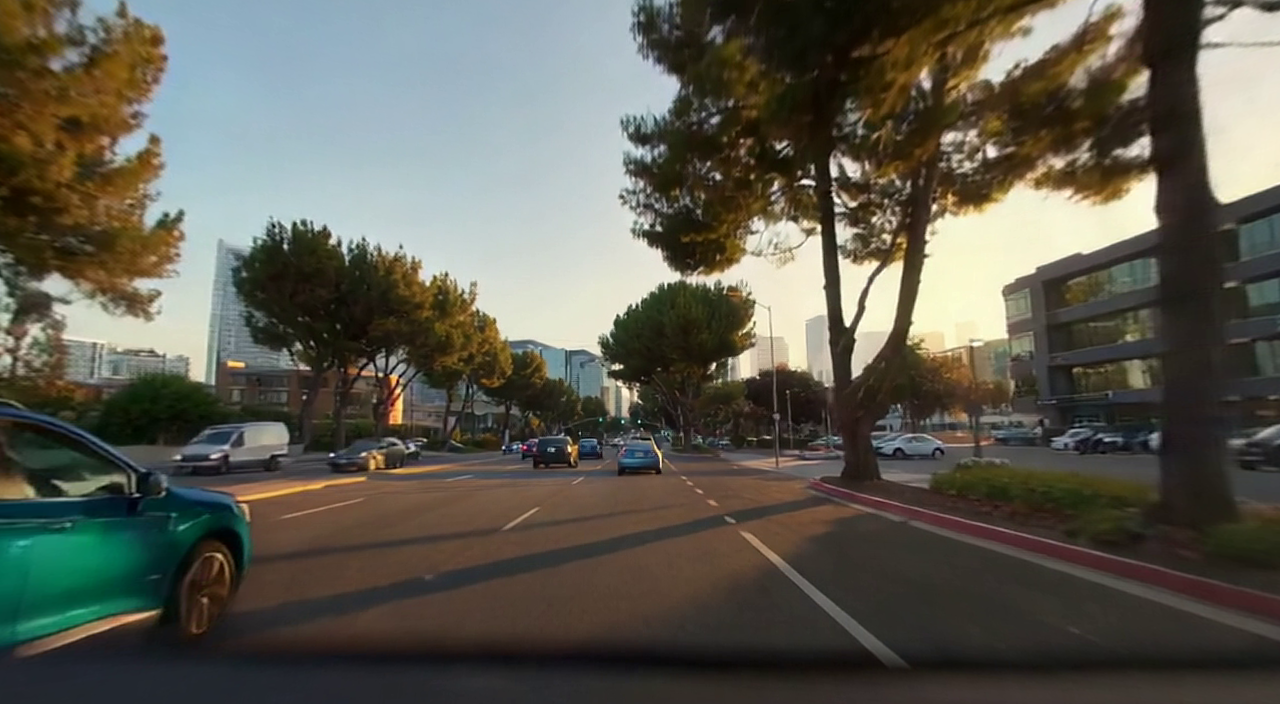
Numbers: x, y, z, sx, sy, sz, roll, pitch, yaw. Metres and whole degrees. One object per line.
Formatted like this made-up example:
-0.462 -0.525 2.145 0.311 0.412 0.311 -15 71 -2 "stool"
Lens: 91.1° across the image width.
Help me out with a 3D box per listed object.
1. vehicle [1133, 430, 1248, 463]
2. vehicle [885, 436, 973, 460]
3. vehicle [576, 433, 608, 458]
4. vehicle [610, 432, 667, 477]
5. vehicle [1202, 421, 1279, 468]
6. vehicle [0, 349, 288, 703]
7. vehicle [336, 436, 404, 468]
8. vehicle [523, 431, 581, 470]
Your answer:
28.864 4.948 33.018 4.169 1.643 1.938 0 -8 0 "vehicle"
17.734 5.899 38.617 4.460 1.449 1.959 0 -8 -2 "vehicle"
-3.596 7.183 48.182 2.047 1.810 4.414 0 -8 1 "vehicle"
-0.058 4.043 25.007 2.042 1.641 4.187 0 -8 0 "vehicle"
19.608 2.844 19.320 1.466 1.357 3.288 0 -8 -1 "vehicle"
-3.719 0.811 2.614 2.070 1.641 4.152 0 -8 0 "vehicle"
-15.765 5.833 36.938 2.028 1.735 4.444 0 -8 -1 "vehicle"
-4.092 4.689 29.959 2.113 1.713 4.422 0 -8 1 "vehicle"
